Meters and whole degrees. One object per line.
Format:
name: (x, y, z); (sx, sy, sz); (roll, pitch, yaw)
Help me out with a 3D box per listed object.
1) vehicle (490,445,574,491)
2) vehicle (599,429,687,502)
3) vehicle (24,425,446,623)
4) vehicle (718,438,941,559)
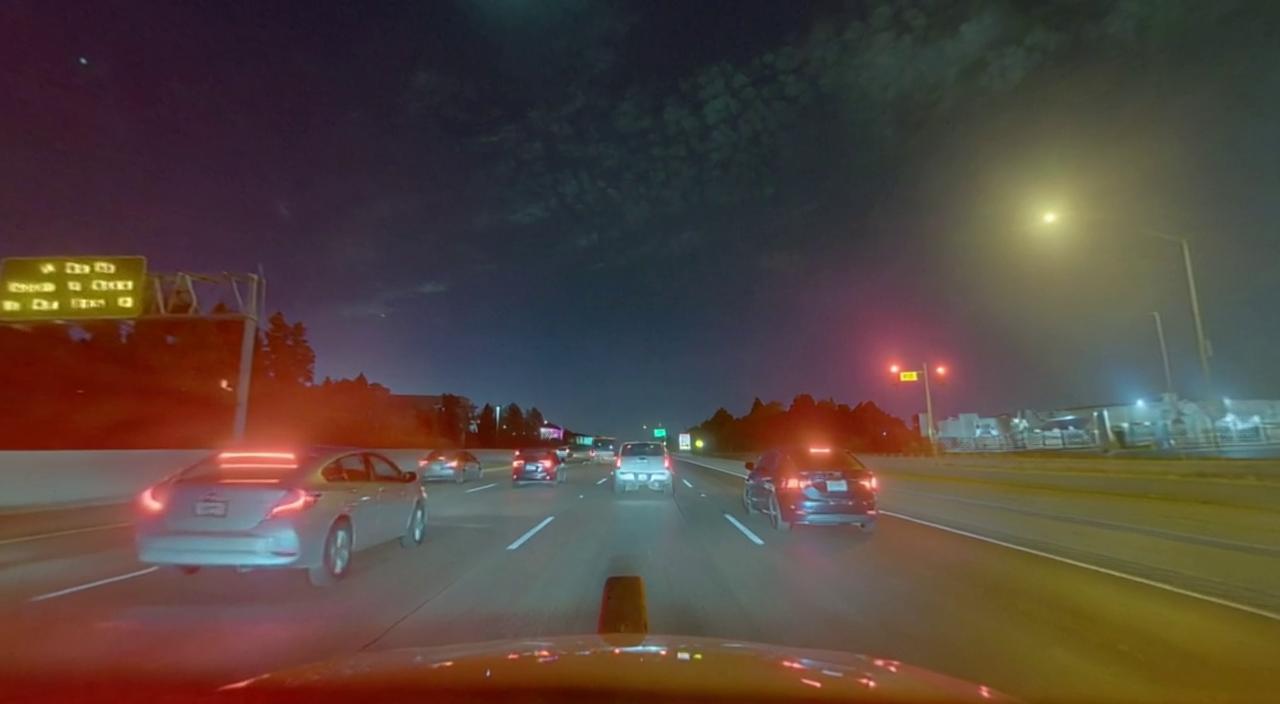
vehicle: (-3.678, 4.048, 22.382); (2.132, 1.464, 4.481); (0, -9, 1)
vehicle: (0.106, 3.110, 17.566); (2.152, 1.779, 3.924); (0, -9, 1)
vehicle: (-3.763, 1.642, 6.992); (1.883, 1.500, 4.161); (0, -9, 0)
vehicle: (2.623, 2.149, 10.084); (2.018, 1.470, 4.491); (0, -9, -2)
